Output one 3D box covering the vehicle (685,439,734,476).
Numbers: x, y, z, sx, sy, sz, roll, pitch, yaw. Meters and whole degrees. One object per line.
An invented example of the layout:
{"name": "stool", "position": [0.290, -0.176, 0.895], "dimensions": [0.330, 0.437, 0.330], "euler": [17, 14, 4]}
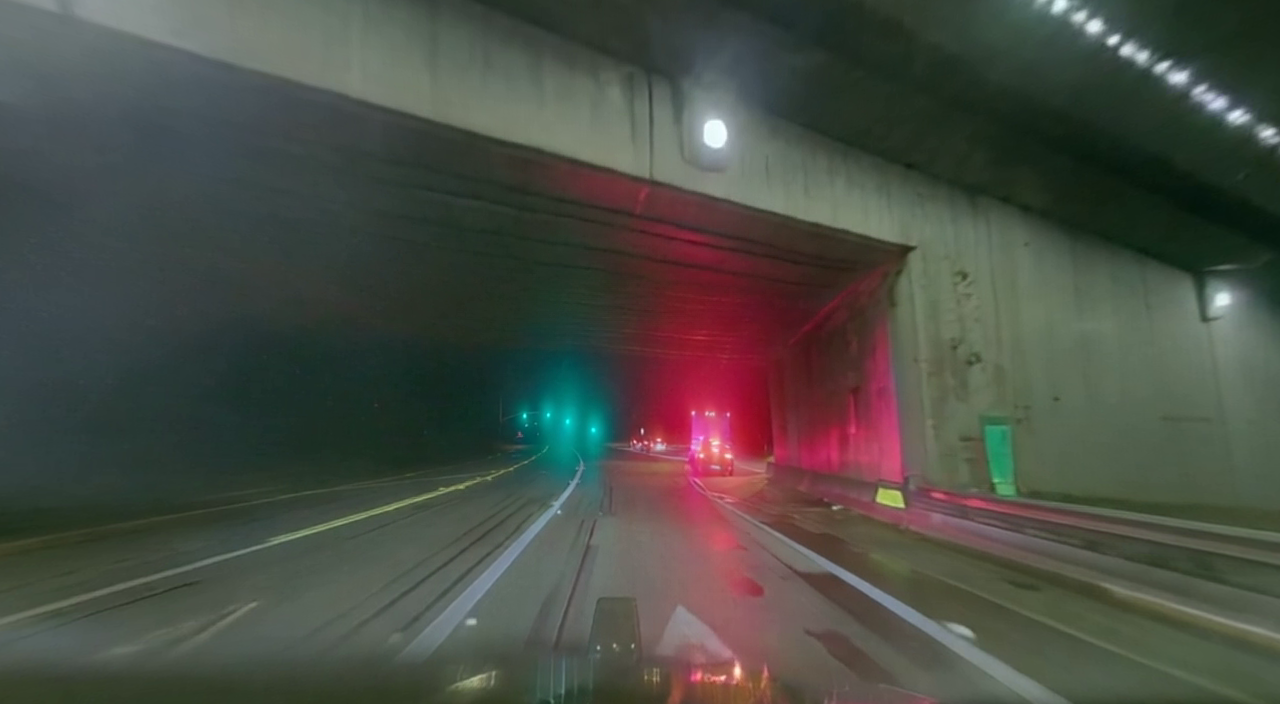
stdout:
{"name": "vehicle", "position": [2.976, 4.553, 27.346], "dimensions": [1.947, 1.475, 3.962], "euler": [-1, -8, 5]}
